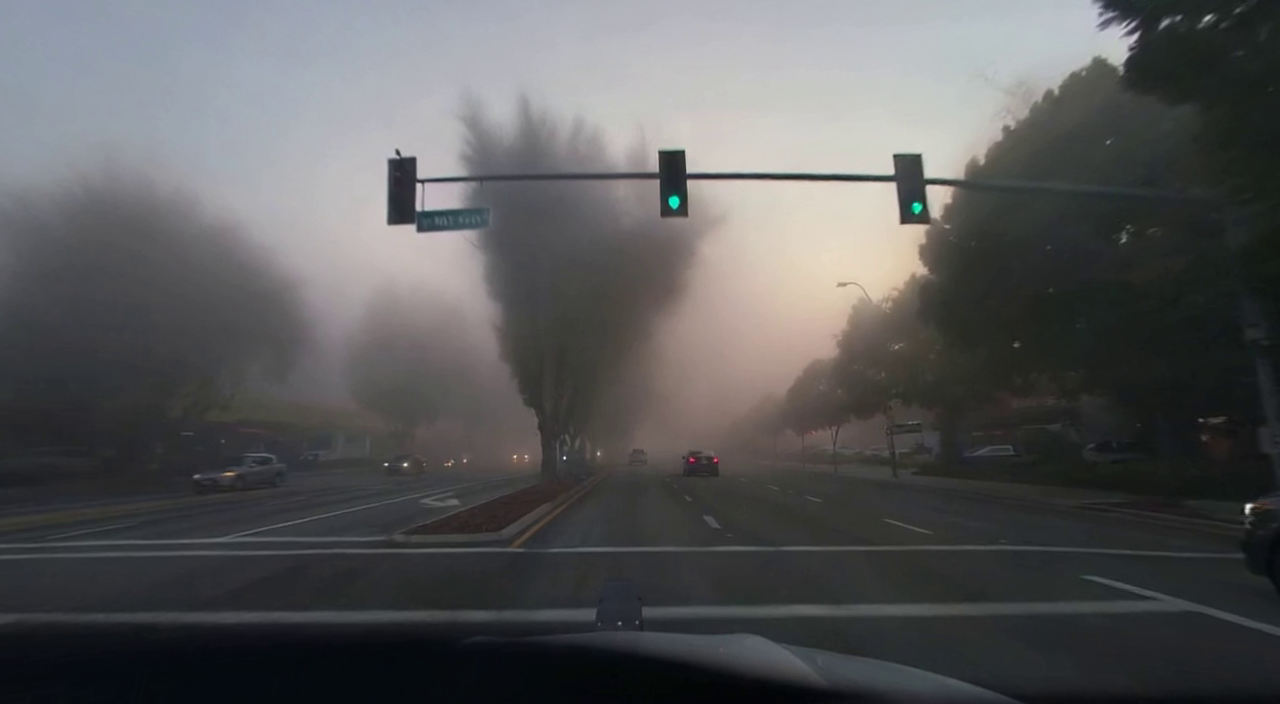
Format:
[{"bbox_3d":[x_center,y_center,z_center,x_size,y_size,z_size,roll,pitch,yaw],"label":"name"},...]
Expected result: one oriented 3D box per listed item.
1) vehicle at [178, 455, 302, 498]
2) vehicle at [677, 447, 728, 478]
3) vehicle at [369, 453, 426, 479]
[{"bbox_3d":[-15.726,4.888,25.203,1.956,1.525,4.576,0,-9,0],"label":"vehicle"},{"bbox_3d":[3.152,5.670,32.799,1.983,1.482,4.463,0,-9,-2],"label":"vehicle"},{"bbox_3d":[-15.053,7.099,39.514,1.878,1.515,4.258,0,-9,0],"label":"vehicle"}]
